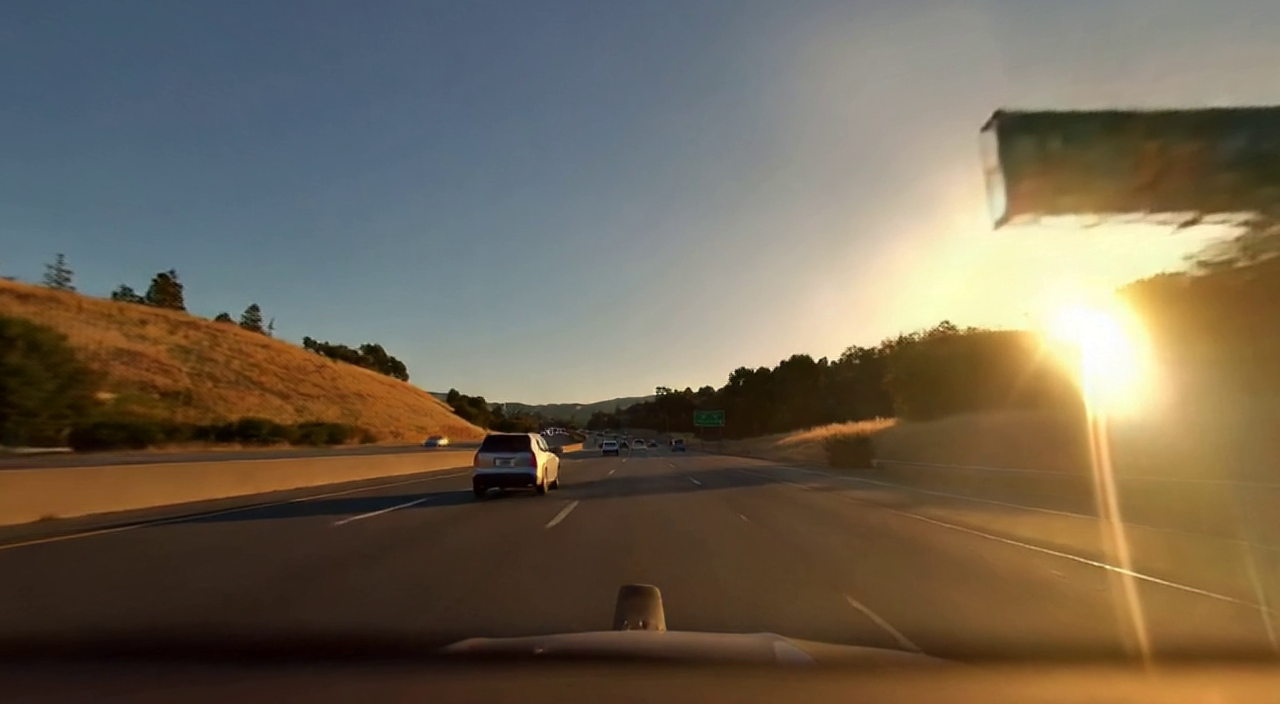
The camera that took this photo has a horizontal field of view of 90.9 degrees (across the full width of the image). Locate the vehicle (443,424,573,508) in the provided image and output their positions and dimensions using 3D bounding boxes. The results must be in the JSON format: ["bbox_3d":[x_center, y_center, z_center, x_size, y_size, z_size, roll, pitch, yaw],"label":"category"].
[{"bbox_3d":[-3.186,2.909,16.456,2.218,1.848,4.789,0,-9,2],"label":"vehicle"}]
